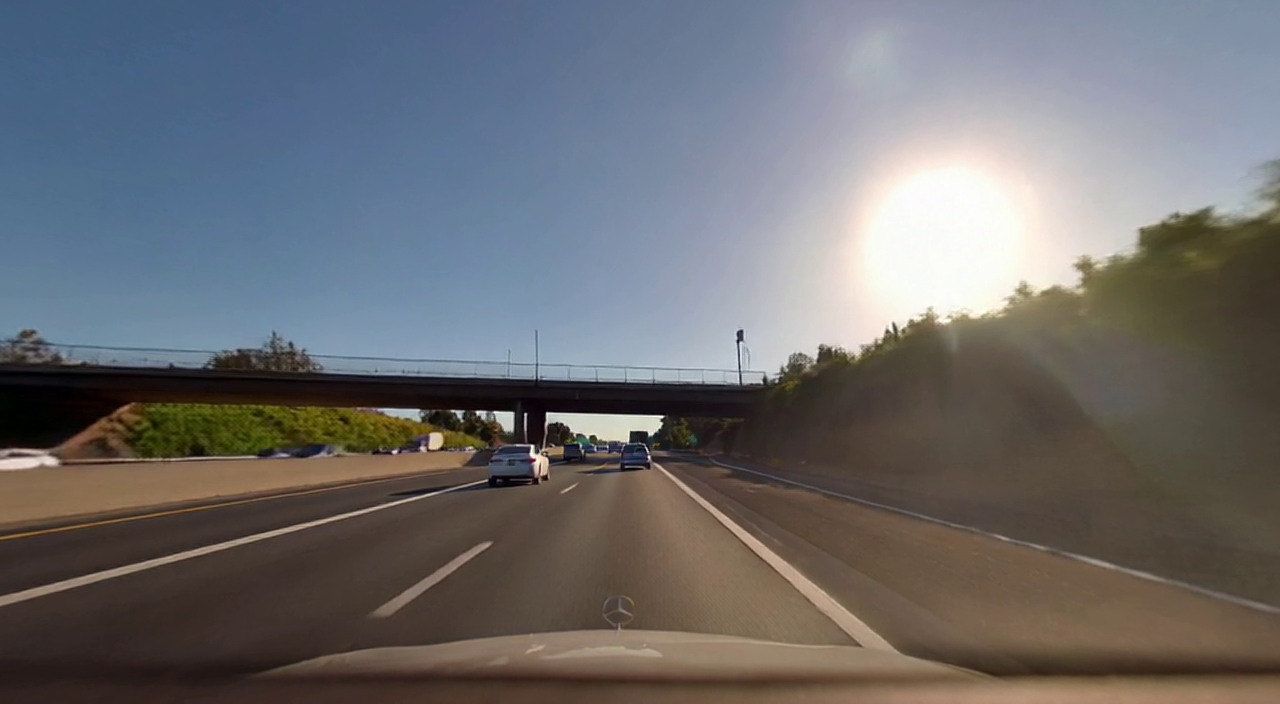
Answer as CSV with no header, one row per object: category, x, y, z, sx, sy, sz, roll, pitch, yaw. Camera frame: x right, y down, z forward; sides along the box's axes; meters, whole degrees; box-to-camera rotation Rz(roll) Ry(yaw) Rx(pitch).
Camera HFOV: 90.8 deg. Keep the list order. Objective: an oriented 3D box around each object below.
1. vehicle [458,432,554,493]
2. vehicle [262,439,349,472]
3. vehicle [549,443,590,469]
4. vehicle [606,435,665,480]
vehicle,-4.086,3.460,20.124,2.044,1.717,4.421,0,-8,0
vehicle,-17.216,5.346,32.857,2.011,1.588,4.596,0,-8,0
vehicle,-4.407,6.559,40.009,2.084,1.528,4.094,0,-8,0
vehicle,-0.189,4.549,27.515,2.378,1.750,4.355,0,-8,0
